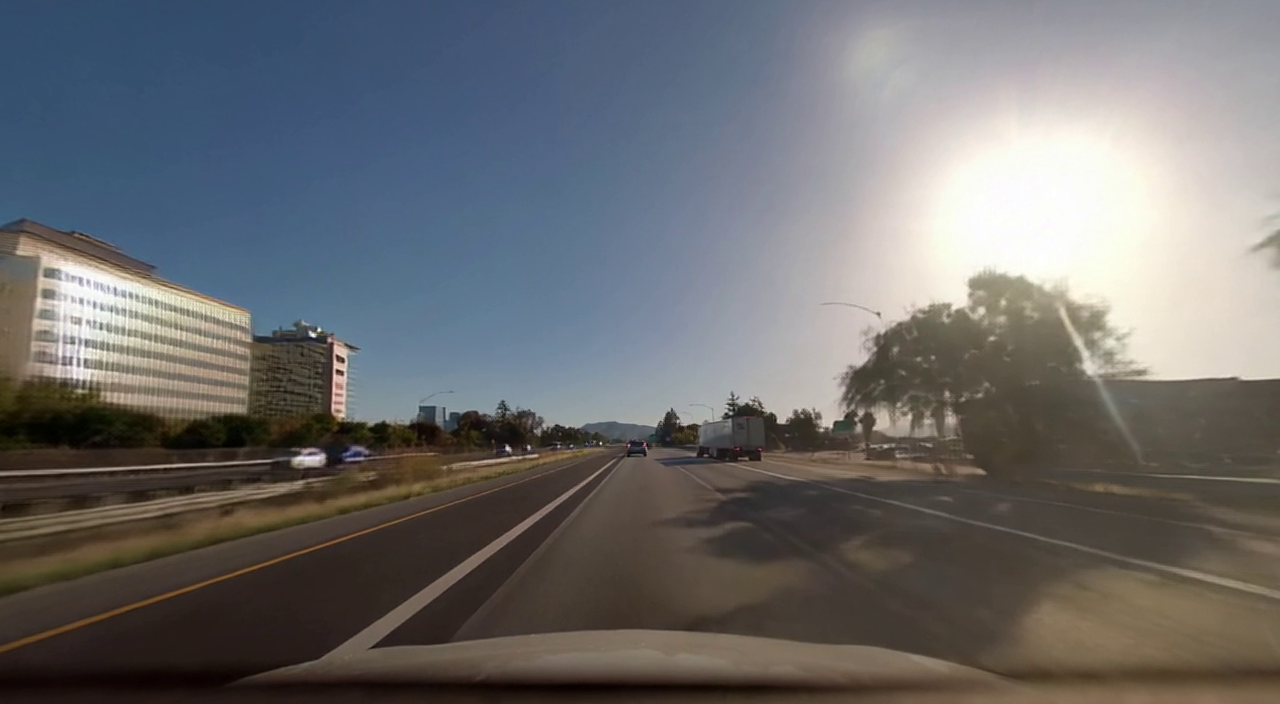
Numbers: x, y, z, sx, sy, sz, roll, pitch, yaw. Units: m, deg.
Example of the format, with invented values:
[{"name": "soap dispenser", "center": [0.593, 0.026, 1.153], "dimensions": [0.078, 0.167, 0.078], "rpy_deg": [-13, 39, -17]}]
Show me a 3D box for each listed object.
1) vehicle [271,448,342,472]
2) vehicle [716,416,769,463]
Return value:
[{"name": "vehicle", "center": [-21.778, 7.043, 41.486], "dimensions": [1.972, 1.477, 4.776], "rpy_deg": [0, -8, 1]}, {"name": "vehicle", "center": [7.595, 6.646, 47.729], "dimensions": [2.793, 3.204, 7.997], "rpy_deg": [0, -8, 1]}]
